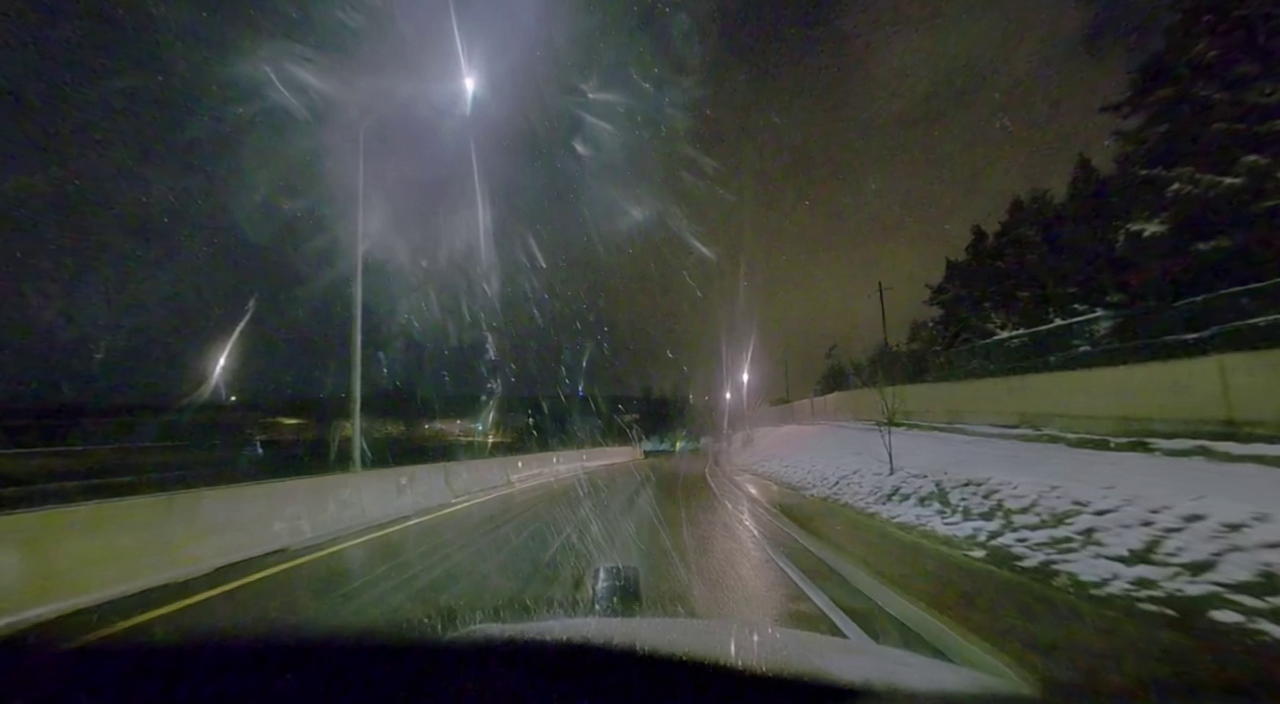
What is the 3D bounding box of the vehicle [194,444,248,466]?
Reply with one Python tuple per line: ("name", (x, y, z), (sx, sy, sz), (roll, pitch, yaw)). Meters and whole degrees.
("vehicle", (-31.963, 7.821, 48.096), (1.958, 1.562, 4.494), (2, -8, -14))
